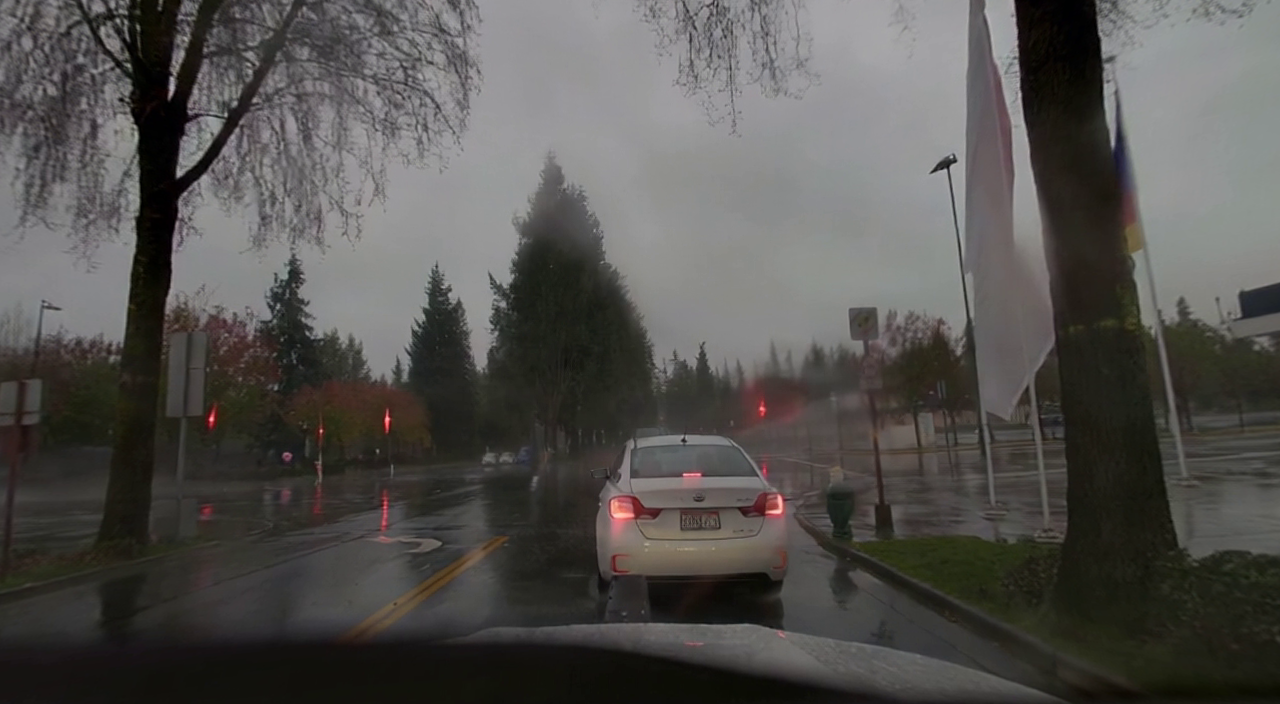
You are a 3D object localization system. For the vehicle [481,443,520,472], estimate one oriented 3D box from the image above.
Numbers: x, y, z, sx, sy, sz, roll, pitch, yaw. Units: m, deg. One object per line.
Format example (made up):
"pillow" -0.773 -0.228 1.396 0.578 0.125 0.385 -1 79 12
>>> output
"vehicle" -10.098 7.673 45.870 2.212 1.948 4.537 0 -9 -6

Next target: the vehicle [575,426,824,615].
"vehicle" 0.377 1.620 6.895 1.985 1.463 3.647 0 -9 -3
